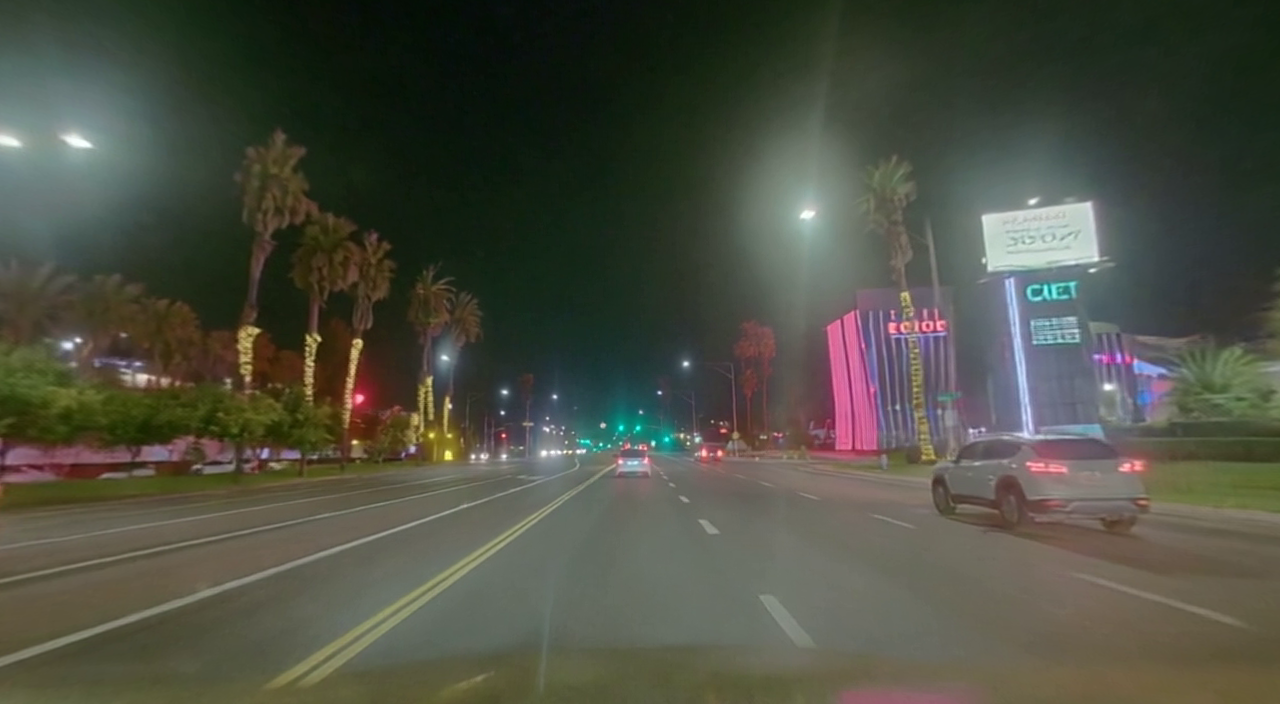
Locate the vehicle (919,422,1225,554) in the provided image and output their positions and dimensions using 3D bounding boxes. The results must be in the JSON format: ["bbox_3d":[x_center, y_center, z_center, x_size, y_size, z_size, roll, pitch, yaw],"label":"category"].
[{"bbox_3d":[6.335,2.000,9.936,1.949,1.647,3.894,0,-8,-2],"label":"vehicle"}]

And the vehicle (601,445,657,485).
[{"bbox_3d":[-0.400,4.231,23.898,1.970,1.402,3.756,0,-8,0],"label":"vehicle"}]

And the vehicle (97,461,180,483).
[{"bbox_3d":[-33.871,8.110,42.543,4.047,1.400,1.866,-1,-8,3],"label":"vehicle"}]

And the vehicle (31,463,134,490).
[{"bbox_3d":[-33.420,7.457,37.816,4.389,1.448,1.925,0,-8,2],"label":"vehicle"}]
